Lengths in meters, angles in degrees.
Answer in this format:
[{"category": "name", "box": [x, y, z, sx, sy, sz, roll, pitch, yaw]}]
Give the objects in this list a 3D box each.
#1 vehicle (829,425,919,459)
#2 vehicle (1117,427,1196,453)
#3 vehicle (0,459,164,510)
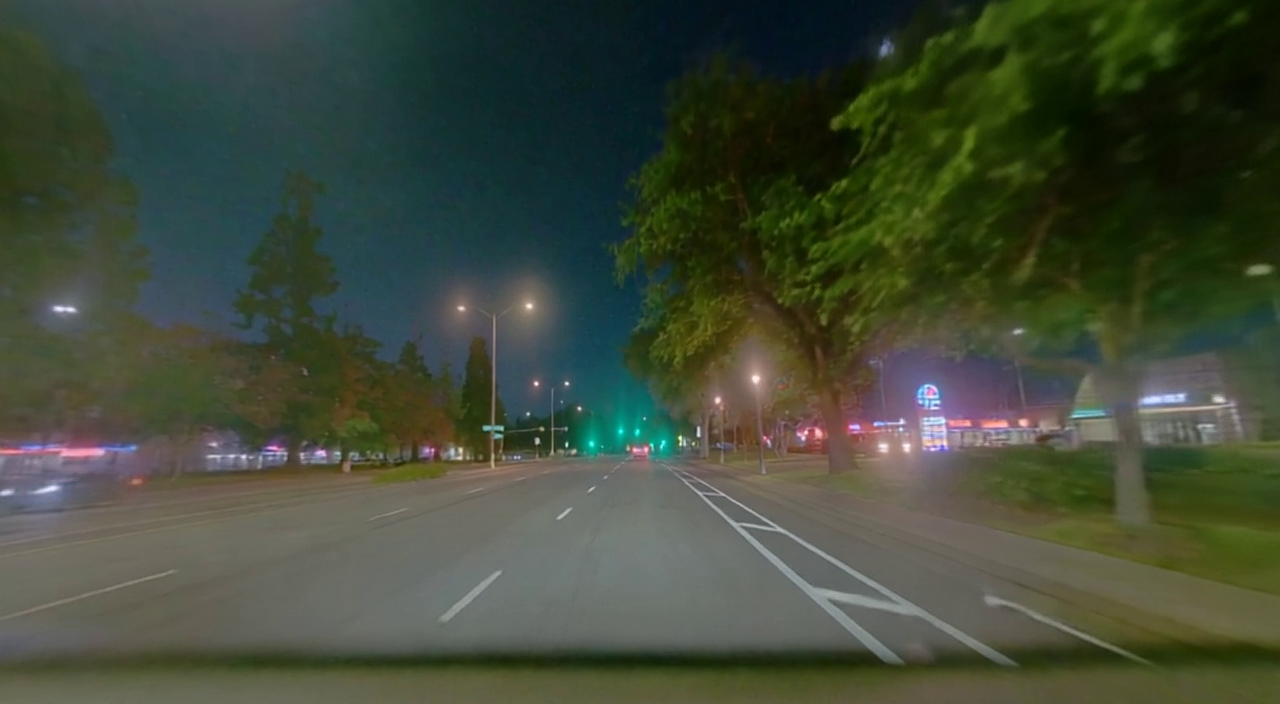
[{"category": "vehicle", "box": [13.734, 5.327, 37.246, 4.514, 1.929, 1.991, 1, -9, -4]}, {"category": "vehicle", "box": [33.086, 5.698, 40.619, 1.780, 1.456, 4.390, -6, -10, 8]}, {"category": "vehicle", "box": [-19.041, 4.468, 21.716, 1.825, 1.457, 4.454, 0, -9, 0]}]
